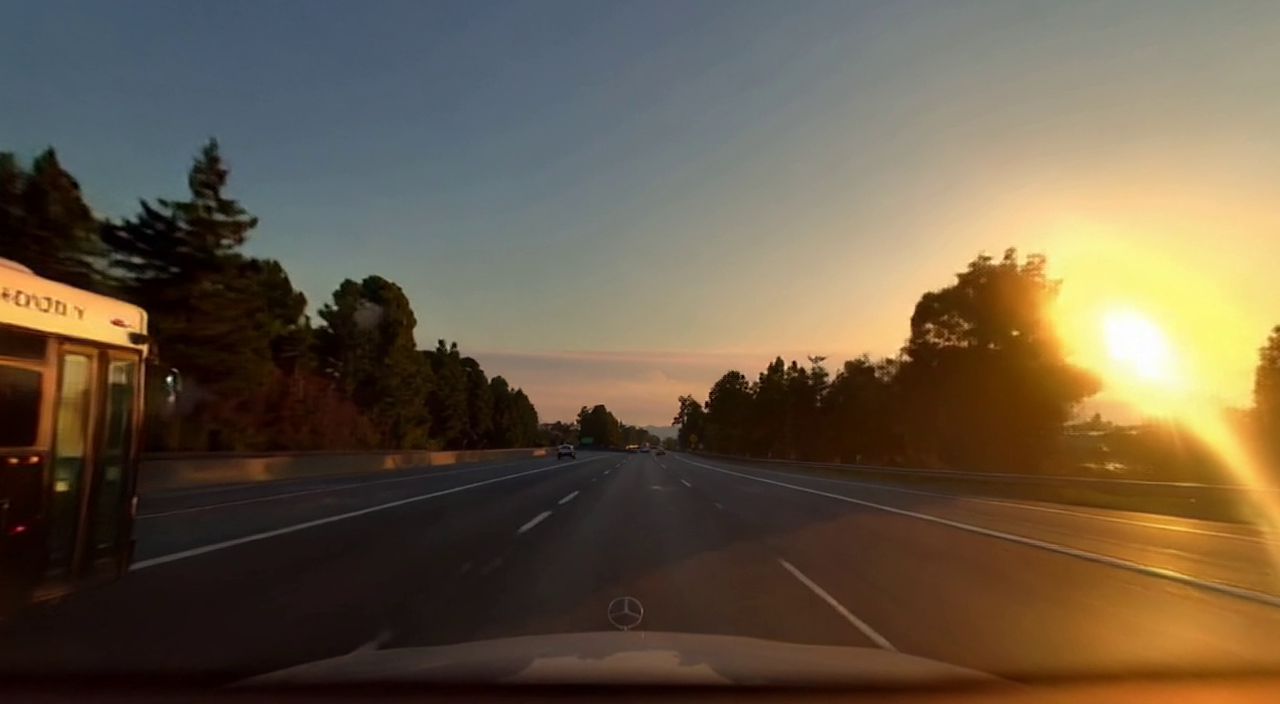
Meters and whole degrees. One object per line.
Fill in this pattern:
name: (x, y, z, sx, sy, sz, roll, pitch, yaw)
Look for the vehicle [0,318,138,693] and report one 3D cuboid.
vehicle: (-4.507, 0.549, 1.571, 2.127, 1.985, 5.205, 0, -9, 1)
